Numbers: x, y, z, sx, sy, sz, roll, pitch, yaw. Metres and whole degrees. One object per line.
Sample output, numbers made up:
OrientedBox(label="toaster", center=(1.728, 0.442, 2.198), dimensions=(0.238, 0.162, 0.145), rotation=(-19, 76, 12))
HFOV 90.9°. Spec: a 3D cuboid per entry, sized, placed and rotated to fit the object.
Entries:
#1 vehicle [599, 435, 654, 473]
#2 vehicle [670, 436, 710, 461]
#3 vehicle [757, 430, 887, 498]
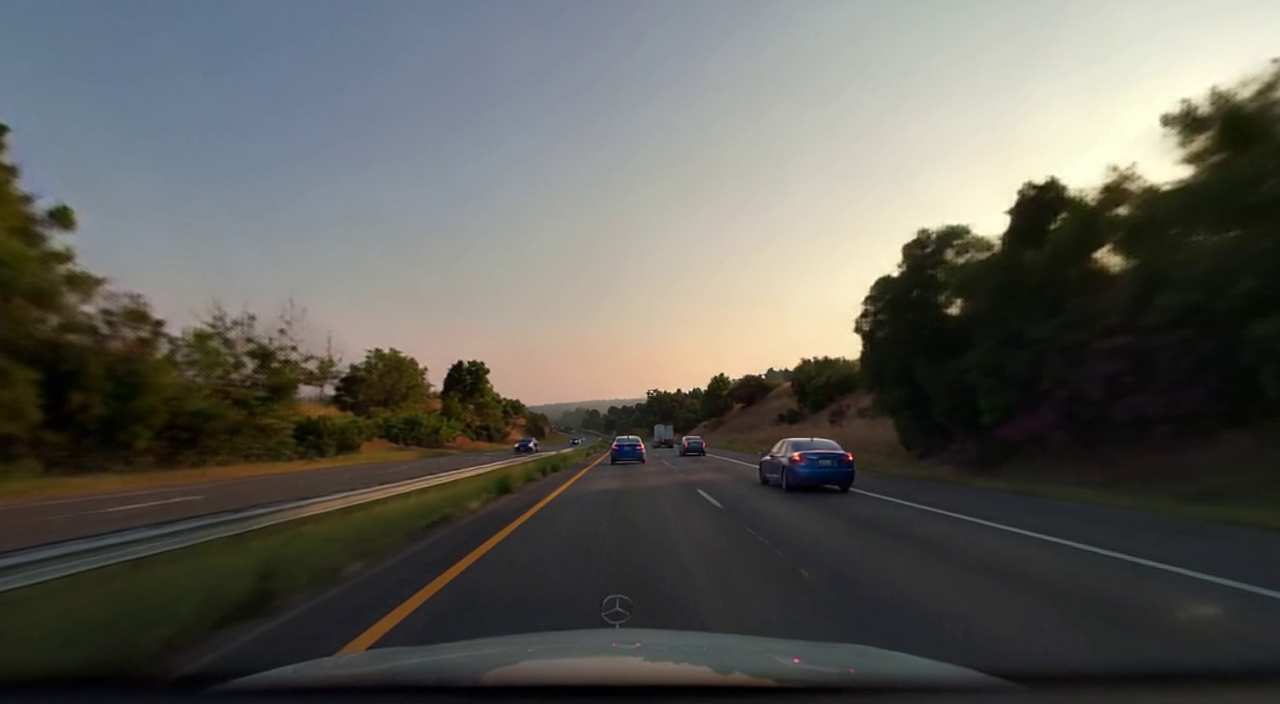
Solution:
OrientedBox(label="vehicle", center=(-0.575, 4.223, 26.520), dimensions=(2.143, 1.466, 3.693), rotation=(0, -8, -1))
OrientedBox(label="vehicle", center=(3.097, 6.060, 39.916), dimensions=(2.004, 1.469, 4.472), rotation=(0, -8, -2))
OrientedBox(label="vehicle", center=(4.531, 2.822, 16.439), dimensions=(2.066, 1.526, 4.216), rotation=(0, -8, -1))
